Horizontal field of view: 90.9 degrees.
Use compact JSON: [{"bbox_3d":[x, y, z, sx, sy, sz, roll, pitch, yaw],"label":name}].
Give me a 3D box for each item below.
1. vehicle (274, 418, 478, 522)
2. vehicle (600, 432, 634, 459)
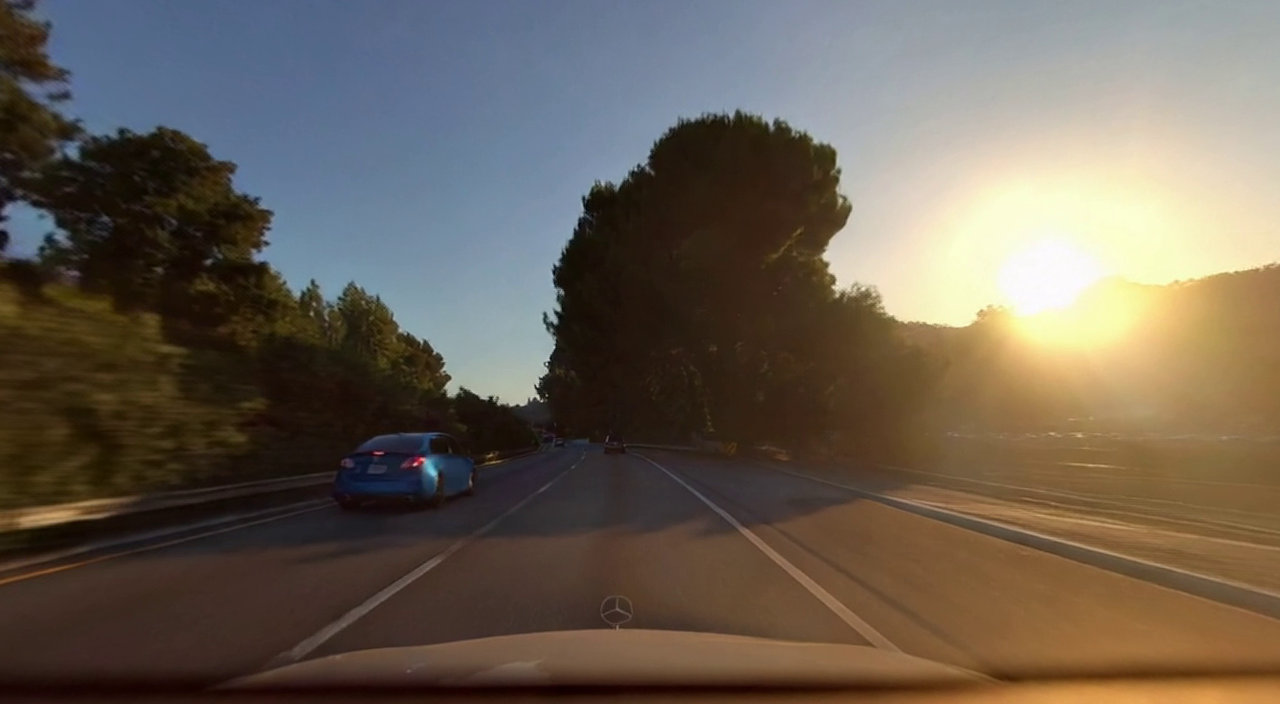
[{"bbox_3d":[-4.807,2.205,12.461,2.039,1.627,4.844,0,-8,-1],"label":"vehicle"},{"bbox_3d":[-1.491,5.841,39.638,2.041,1.618,3.898,0,-8,-4],"label":"vehicle"}]
